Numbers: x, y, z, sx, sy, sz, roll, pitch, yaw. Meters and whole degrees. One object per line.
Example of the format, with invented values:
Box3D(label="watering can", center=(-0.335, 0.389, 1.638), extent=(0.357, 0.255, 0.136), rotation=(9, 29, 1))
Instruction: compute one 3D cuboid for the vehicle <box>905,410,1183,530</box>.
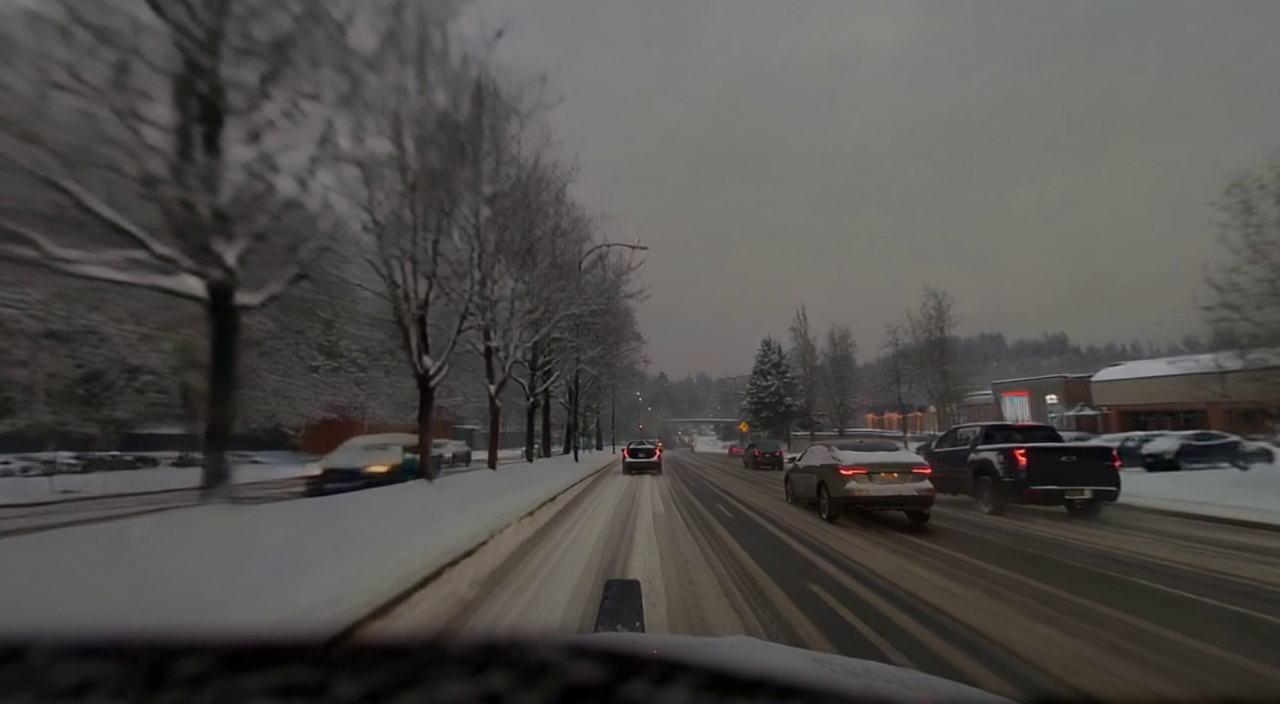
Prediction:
Box3D(label="vehicle", center=(7.147, 2.146, 11.997), extent=(2.134, 1.810, 4.590), rotation=(0, -9, -1))

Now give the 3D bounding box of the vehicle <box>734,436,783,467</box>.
Box3D(label="vehicle", center=(7.255, 6.144, 39.116), extent=(2.068, 1.779, 4.567), rotation=(0, -9, -1))

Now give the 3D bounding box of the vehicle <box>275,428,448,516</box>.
Box3D(label="vehicle", center=(-5.699, 2.487, 13.542), extent=(1.887, 1.582, 3.915), rotation=(0, -9, 0))

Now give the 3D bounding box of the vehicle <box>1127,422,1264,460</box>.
Box3D(label="vehicle", center=(32.803, 5.291, 37.466), extent=(5.507, 1.925, 2.533), rotation=(-3, -9, 2))

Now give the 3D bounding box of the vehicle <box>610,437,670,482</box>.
Box3D(label="vehicle", center=(0.011, 3.871, 22.991), extent=(1.994, 1.479, 3.647), rotation=(0, -9, 0))

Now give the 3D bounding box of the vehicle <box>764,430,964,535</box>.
Box3D(label="vehicle", center=(3.571, 2.152, 11.045), extent=(1.858, 1.466, 4.230), rotation=(0, -9, -1))

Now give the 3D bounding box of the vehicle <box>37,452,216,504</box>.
Box3D(label="vehicle", center=(-16.861, 4.110, 21.155), extent=(1.982, 1.481, 4.706), rotation=(0, -9, 1))
